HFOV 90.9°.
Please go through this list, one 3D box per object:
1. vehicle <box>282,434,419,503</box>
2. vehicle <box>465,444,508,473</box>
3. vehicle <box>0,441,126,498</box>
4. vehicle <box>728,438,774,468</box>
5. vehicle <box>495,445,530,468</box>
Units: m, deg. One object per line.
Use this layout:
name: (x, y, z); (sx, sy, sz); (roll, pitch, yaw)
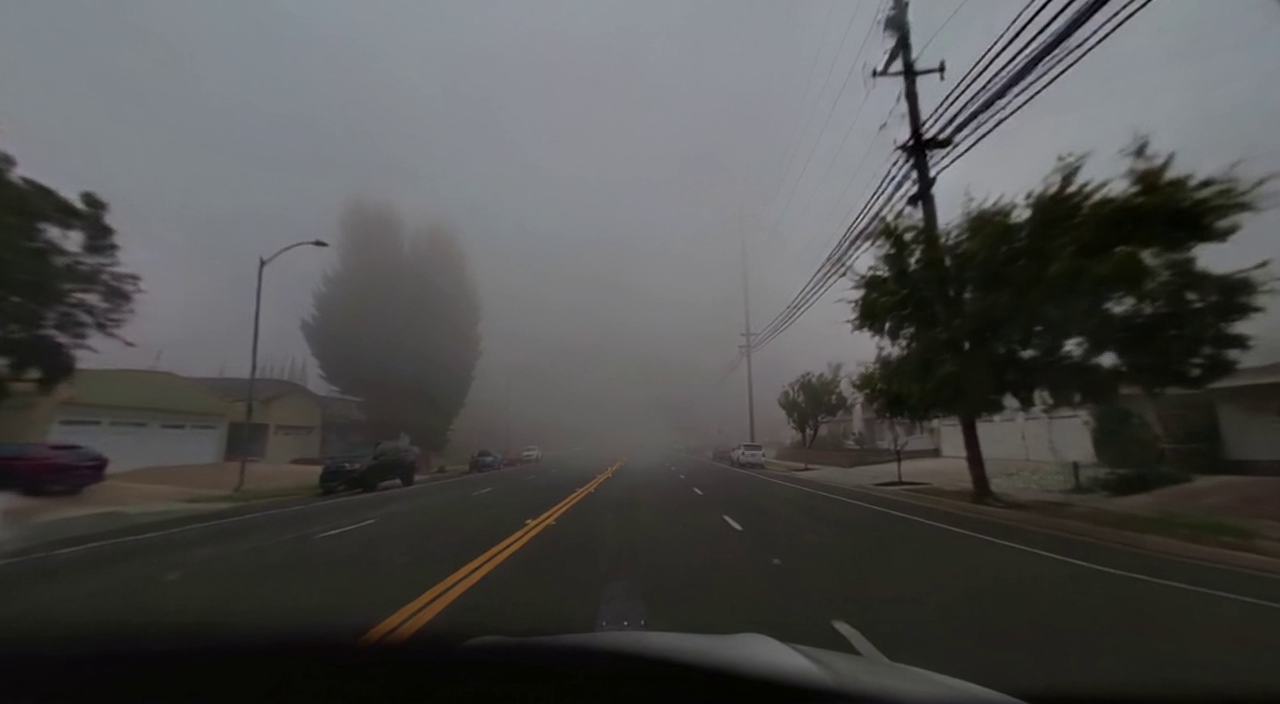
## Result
vehicle: (-10.331, 4.139, 23.184); (2.419, 2.001, 5.566); (-2, -7, 0)
vehicle: (-10.004, 6.924, 41.299); (1.974, 1.696, 4.336); (-2, -8, -3)
vehicle: (-17.799, 3.323, 18.056); (4.430, 1.489, 1.984); (-1, -8, 3)
vehicle: (7.195, 6.589, 41.252); (2.128, 1.823, 4.834); (0, -8, 0)
vehicle: (-10.044, 8.250, 49.874); (1.932, 1.472, 4.516); (-3, -6, -2)
